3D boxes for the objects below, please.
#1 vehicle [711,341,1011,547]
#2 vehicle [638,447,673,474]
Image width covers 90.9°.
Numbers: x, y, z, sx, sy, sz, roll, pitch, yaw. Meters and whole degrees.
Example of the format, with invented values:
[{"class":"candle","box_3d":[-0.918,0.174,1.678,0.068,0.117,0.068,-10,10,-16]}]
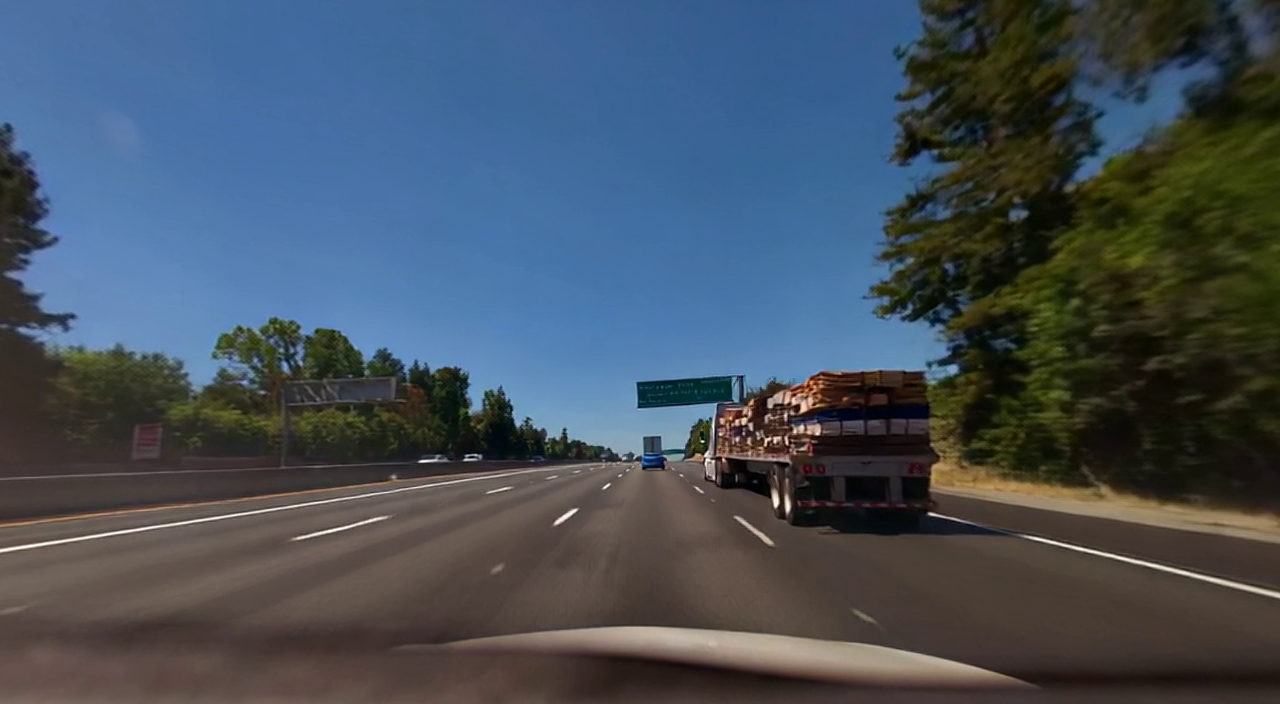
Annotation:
[{"class":"vehicle","box_3d":[4.437,2.771,19.118,2.917,3.179,18.723,0,-8,1]},{"class":"vehicle","box_3d":[0.946,6.693,39.051,2.042,1.528,4.300,0,-8,0]}]
